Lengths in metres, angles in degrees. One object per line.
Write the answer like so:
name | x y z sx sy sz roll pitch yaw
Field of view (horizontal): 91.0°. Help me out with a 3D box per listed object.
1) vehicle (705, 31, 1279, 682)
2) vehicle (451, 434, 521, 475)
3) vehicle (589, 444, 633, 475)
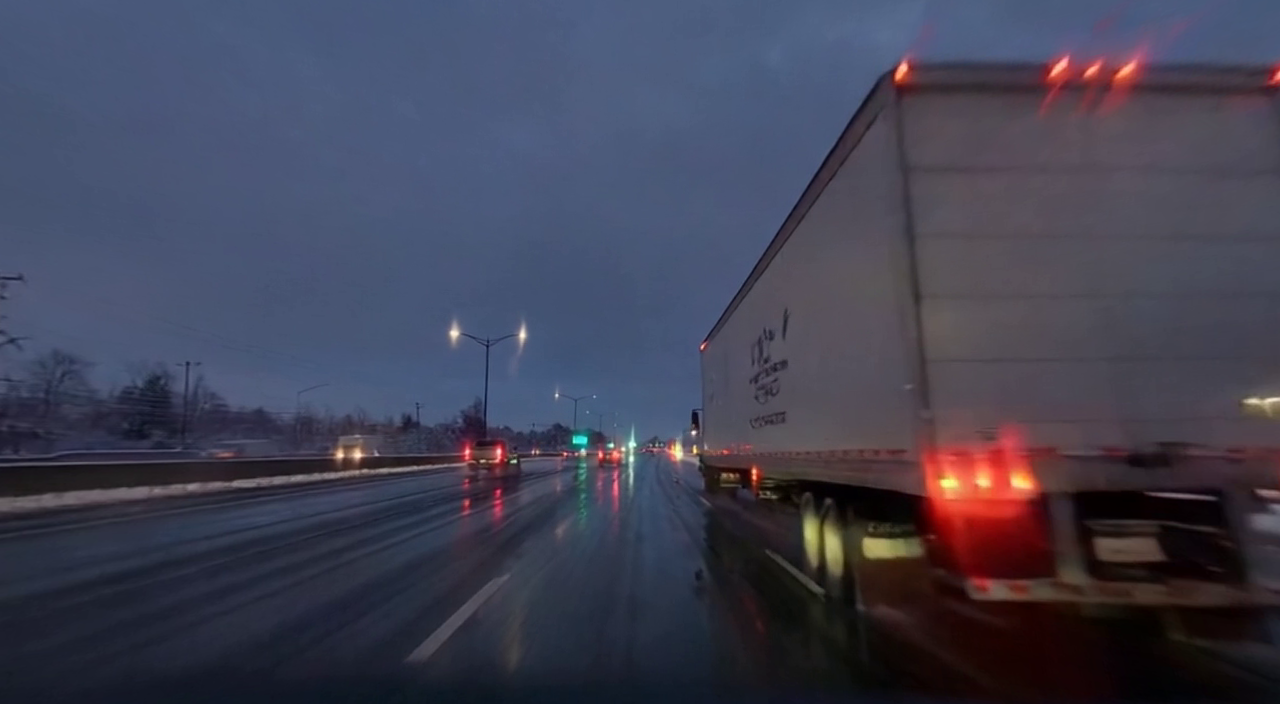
vehicle | 3.162 0.760 9.609 3.045 3.923 11.834 0 -9 0
vehicle | -7.327 4.940 30.467 2.147 1.825 4.602 0 -9 0
vehicle | -1.502 5.731 33.879 2.060 1.508 4.308 0 -9 1
